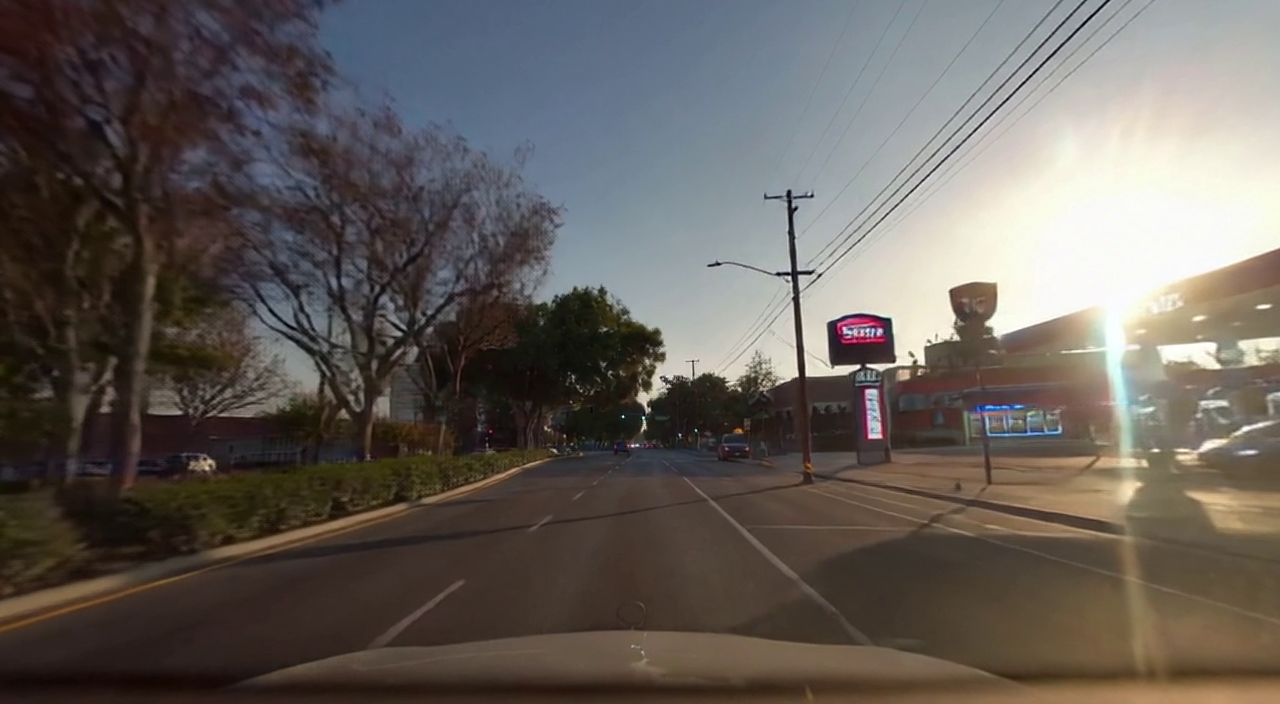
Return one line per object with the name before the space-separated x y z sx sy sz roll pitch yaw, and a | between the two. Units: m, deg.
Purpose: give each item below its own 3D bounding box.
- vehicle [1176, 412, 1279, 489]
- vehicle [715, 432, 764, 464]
vehicle | 15.917 2.413 15.531 4.399 1.686 1.970 3 -9 -19
vehicle | 7.724 7.554 49.829 2.764 2.327 6.492 0 -8 0
